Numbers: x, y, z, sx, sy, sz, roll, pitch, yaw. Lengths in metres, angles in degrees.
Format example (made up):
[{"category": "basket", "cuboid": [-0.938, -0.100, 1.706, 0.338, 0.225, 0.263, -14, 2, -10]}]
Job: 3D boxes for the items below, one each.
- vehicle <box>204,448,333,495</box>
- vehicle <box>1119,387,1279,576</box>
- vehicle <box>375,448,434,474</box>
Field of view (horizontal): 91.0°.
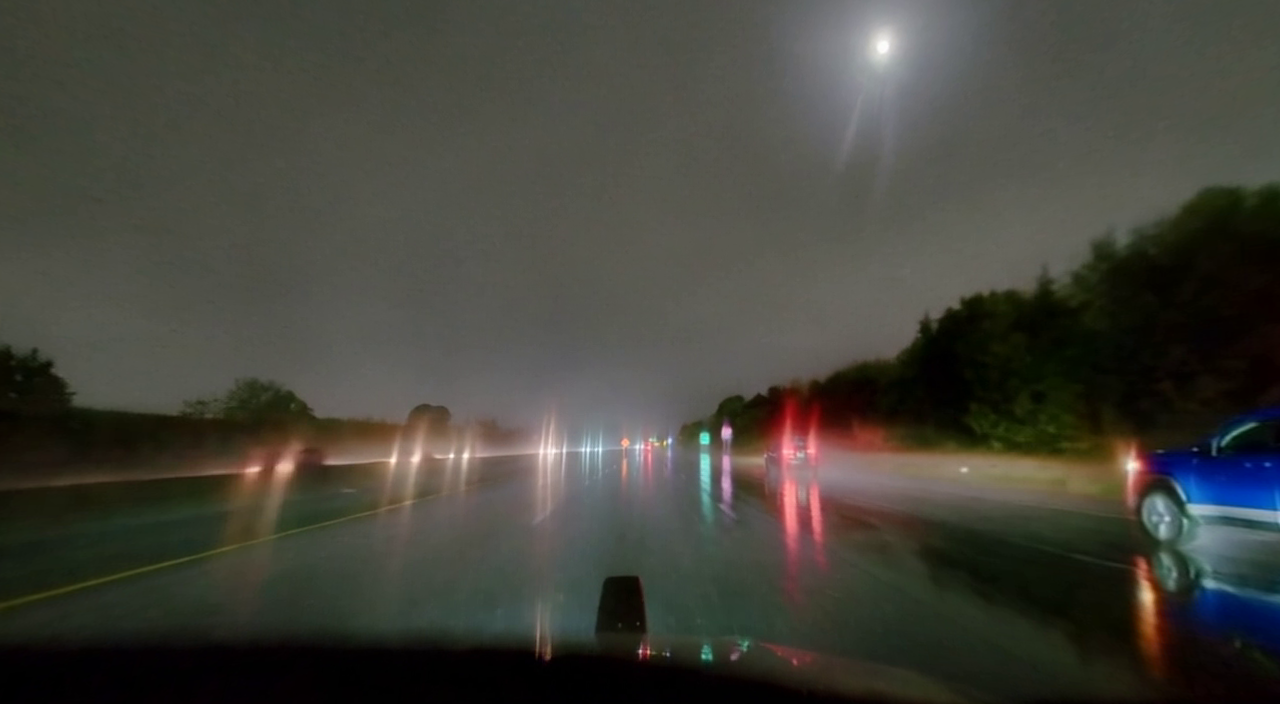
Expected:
[{"category": "vehicle", "cuboid": [-13.303, 4.267, 22.950, 1.906, 1.517, 4.477, 0, -9, 1]}, {"category": "vehicle", "cuboid": [7.392, 1.184, 5.618, 2.186, 1.848, 5.136, 0, -8, 1]}, {"category": "vehicle", "cuboid": [-15.246, 7.049, 41.021, 1.889, 1.552, 4.643, -1, -9, 2]}]
